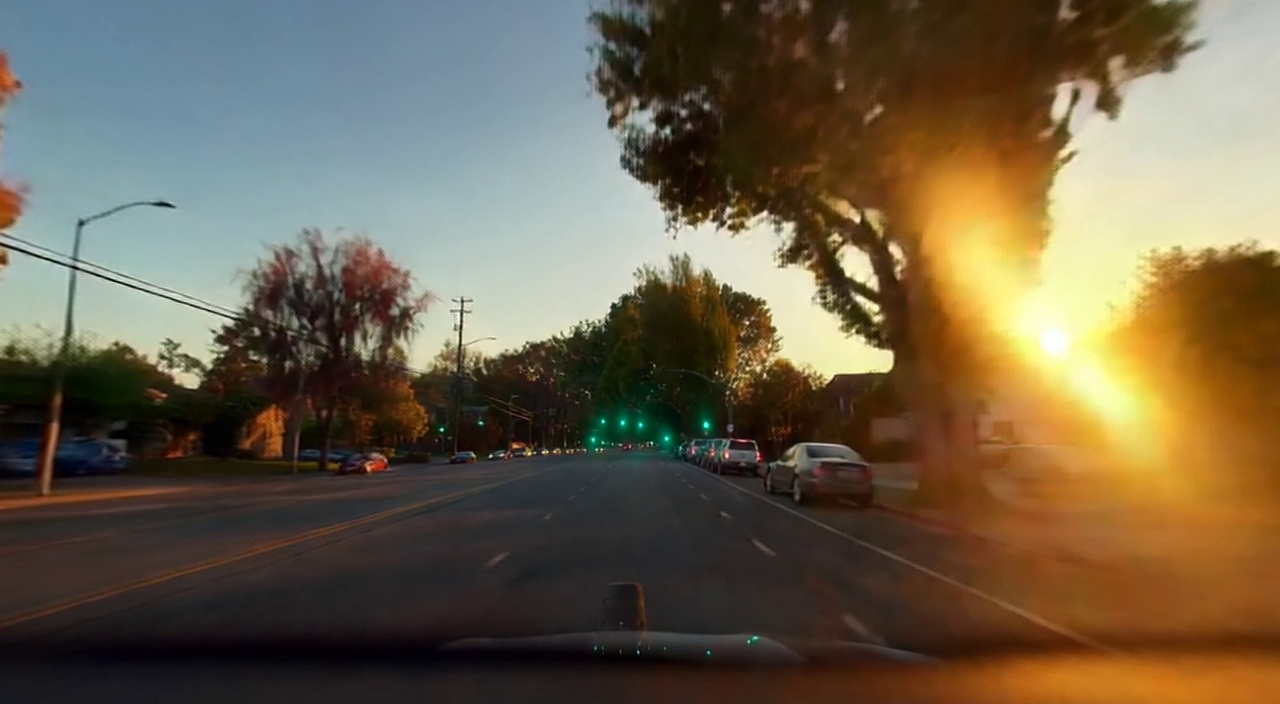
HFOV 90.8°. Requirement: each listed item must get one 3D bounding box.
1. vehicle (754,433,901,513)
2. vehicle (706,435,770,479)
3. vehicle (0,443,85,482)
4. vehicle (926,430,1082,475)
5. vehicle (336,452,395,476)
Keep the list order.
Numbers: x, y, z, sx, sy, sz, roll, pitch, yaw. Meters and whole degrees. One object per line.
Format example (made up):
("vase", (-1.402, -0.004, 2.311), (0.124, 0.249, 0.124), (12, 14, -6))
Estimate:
("vehicle", (4.558, 3.019, 16.325), (2.154, 1.718, 4.980), (0, -9, -1))
("vehicle", (4.426, 4.865, 29.463), (2.078, 1.837, 5.088), (0, -9, -1))
("vehicle", (-28.907, 5.116, 29.455), (4.044, 1.719, 2.074), (0, -9, 1))
("vehicle", (15.861, 4.410, 27.776), (2.145, 1.761, 5.446), (8, -12, -43))
("vehicle", (-17.705, 7.225, 40.972), (1.831, 1.428, 4.456), (0, -9, 0))
